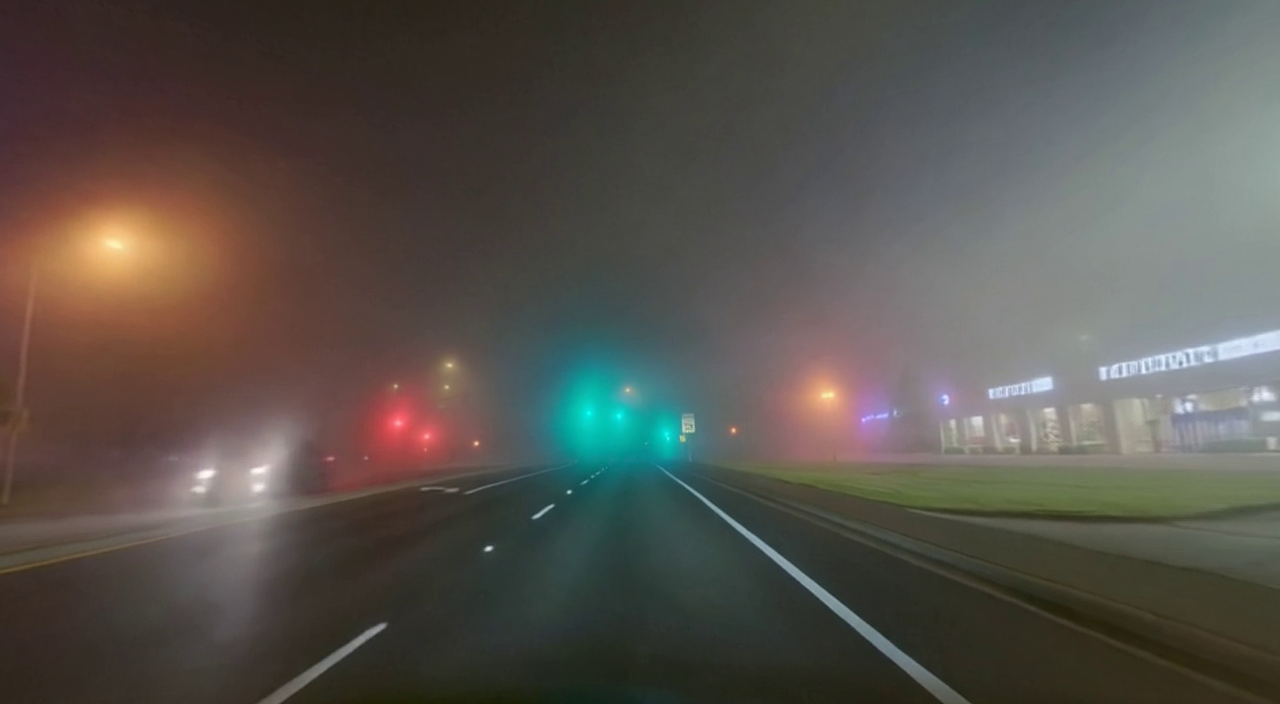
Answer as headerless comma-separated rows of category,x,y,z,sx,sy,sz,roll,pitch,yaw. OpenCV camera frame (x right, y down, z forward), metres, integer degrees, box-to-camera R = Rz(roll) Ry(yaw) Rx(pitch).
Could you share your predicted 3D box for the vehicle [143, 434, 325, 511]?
vehicle,-10.269,3.058,16.486,2.026,1.577,4.334,-4,-9,-2
